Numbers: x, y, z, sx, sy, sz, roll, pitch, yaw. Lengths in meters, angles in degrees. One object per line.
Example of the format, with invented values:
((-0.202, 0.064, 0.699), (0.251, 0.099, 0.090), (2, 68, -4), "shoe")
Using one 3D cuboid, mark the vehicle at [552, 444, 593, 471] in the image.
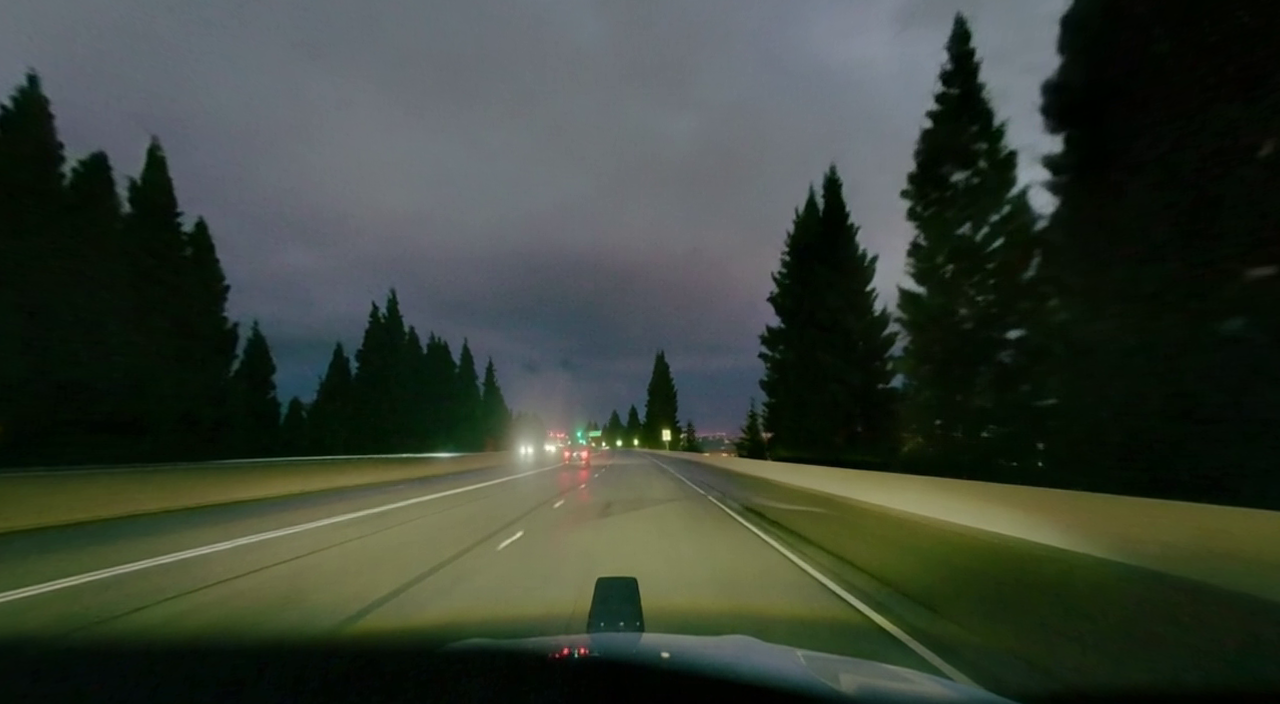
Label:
((-4.114, 6.584, 39.396), (2.083, 1.560, 4.713), (0, -9, -1), "vehicle")
